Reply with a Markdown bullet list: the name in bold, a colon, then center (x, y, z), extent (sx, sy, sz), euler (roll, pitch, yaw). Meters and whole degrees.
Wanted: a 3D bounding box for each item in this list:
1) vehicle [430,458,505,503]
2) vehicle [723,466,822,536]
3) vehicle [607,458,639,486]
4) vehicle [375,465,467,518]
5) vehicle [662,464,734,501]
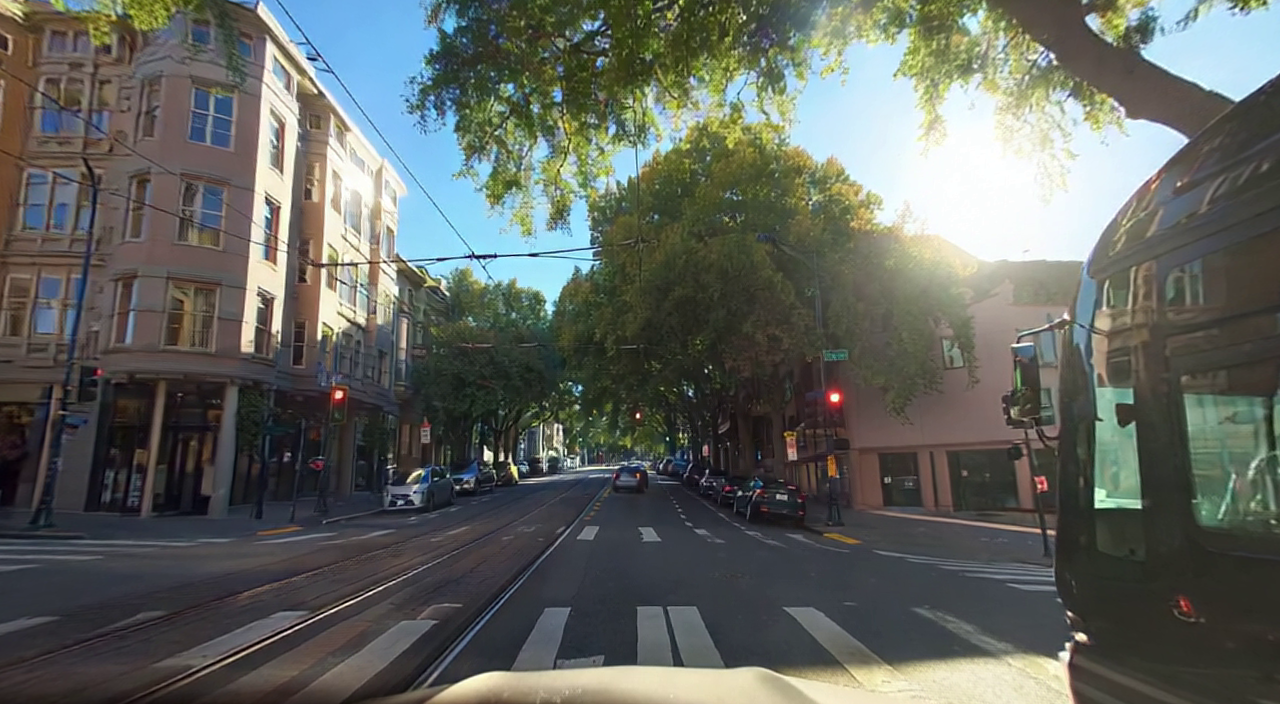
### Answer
- **vehicle**: center (-7.425, 5.574, 27.689), extent (1.861, 1.751, 4.550), euler (1, -10, 2)
- **vehicle**: center (3.844, 4.388, 19.114), extent (1.929, 1.723, 4.134), euler (0, -8, -2)
- **vehicle**: center (-1.078, 7.719, 40.764), extent (1.966, 1.600, 3.494), euler (0, -8, 0)
- **vehicle**: center (-7.443, 4.799, 21.889), extent (1.779, 1.588, 3.953), euler (2, -12, -1)
- **vehicle**: center (2.742, 6.253, 30.551), extent (1.984, 1.571, 3.404), euler (4, -9, -25)
